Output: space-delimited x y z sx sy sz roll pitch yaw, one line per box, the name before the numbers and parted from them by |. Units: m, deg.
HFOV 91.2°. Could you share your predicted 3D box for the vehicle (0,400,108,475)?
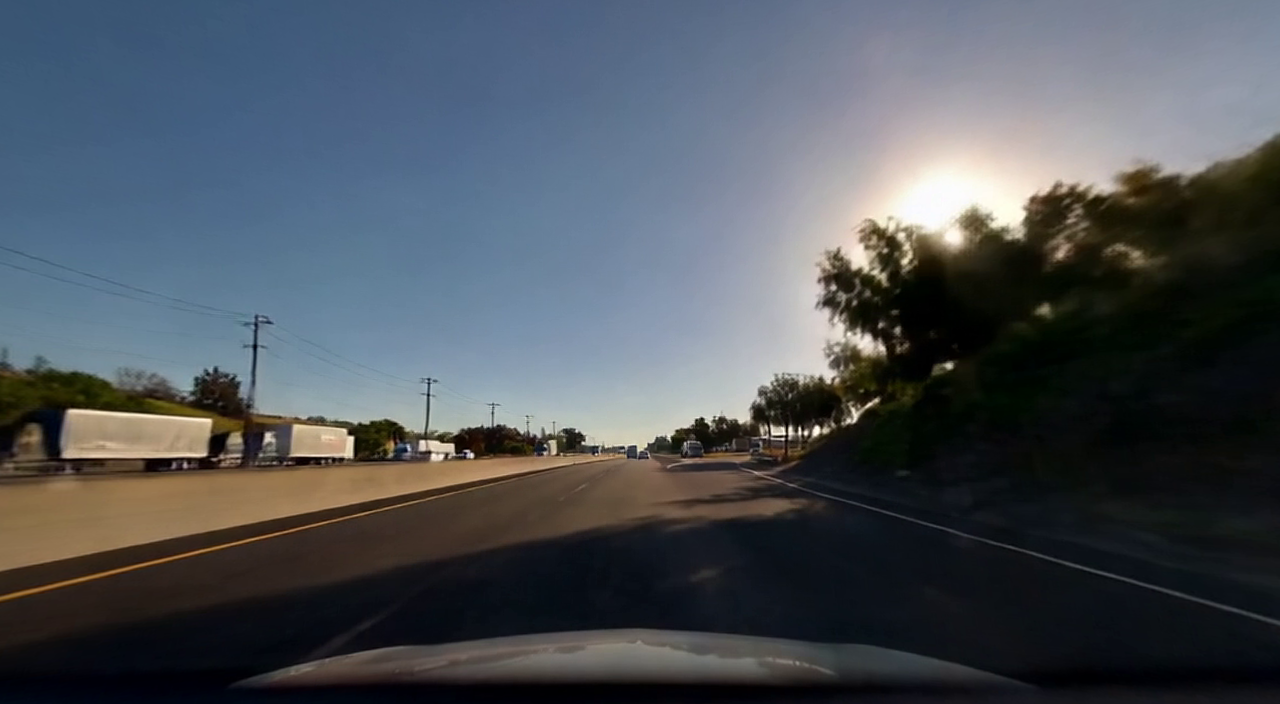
vehicle | -35.564 5.037 36.254 2.785 3.969 7.482 -3 -8 1
